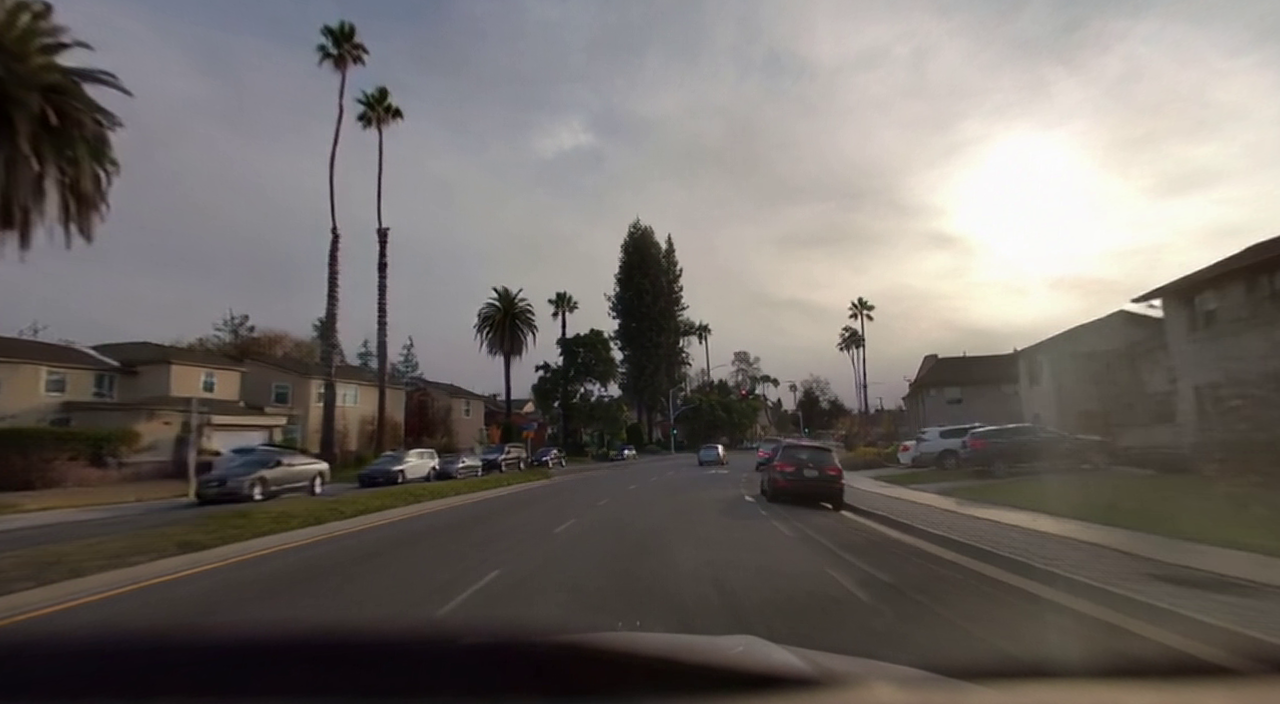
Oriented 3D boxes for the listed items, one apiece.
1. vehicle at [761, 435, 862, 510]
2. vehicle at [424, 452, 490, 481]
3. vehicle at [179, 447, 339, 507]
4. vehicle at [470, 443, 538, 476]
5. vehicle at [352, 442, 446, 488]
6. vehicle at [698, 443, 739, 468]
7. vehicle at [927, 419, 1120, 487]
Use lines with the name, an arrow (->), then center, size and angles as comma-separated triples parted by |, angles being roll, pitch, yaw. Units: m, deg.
vehicle -> 4.397, 3.138, 16.935 | 2.043, 1.692, 4.581 | -1, -9, 9
vehicle -> -10.299, 6.451, 35.946 | 1.786, 1.488, 4.518 | -3, -9, 10
vehicle -> -12.614, 4.124, 21.380 | 1.967, 1.736, 4.730 | -1, -9, 8
vehicle -> -8.873, 7.098, 42.013 | 2.051, 1.957, 5.968 | -1, -9, 13
vehicle -> -11.385, 5.365, 30.338 | 2.081, 1.948, 4.821 | -1, -9, 8
vehicle -> 5.095, 6.621, 40.403 | 2.035, 1.474, 4.284 | -2, -9, 14
vehicle -> 11.596, 3.132, 19.501 | 4.557, 1.795, 1.986 | -4, -10, 13
